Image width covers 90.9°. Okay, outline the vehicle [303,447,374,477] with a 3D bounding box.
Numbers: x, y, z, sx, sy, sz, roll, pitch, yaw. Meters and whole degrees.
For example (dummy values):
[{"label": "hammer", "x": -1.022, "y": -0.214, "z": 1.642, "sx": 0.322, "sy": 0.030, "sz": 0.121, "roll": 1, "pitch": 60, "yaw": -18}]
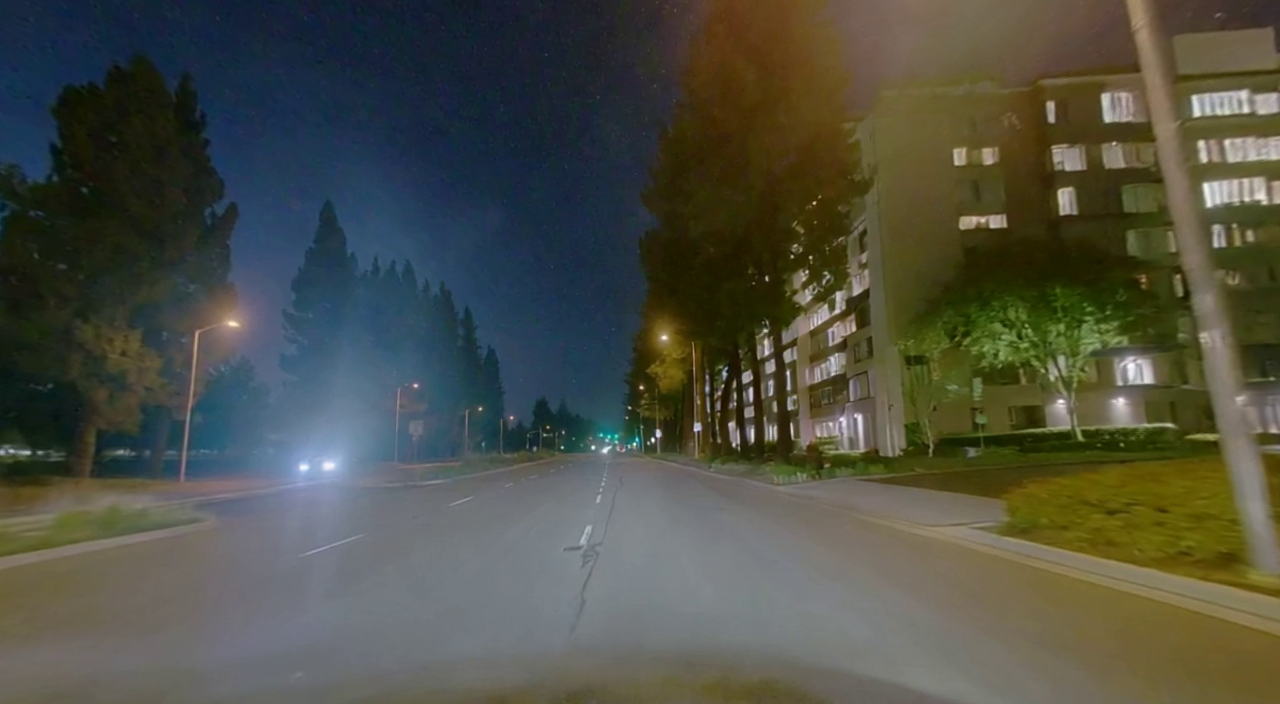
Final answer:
[{"label": "vehicle", "x": -18.004, "y": 6.590, "z": 37.936, "sx": 2.154, "sy": 1.648, "sz": 4.555, "roll": 0, "pitch": -8, "yaw": -2}]
